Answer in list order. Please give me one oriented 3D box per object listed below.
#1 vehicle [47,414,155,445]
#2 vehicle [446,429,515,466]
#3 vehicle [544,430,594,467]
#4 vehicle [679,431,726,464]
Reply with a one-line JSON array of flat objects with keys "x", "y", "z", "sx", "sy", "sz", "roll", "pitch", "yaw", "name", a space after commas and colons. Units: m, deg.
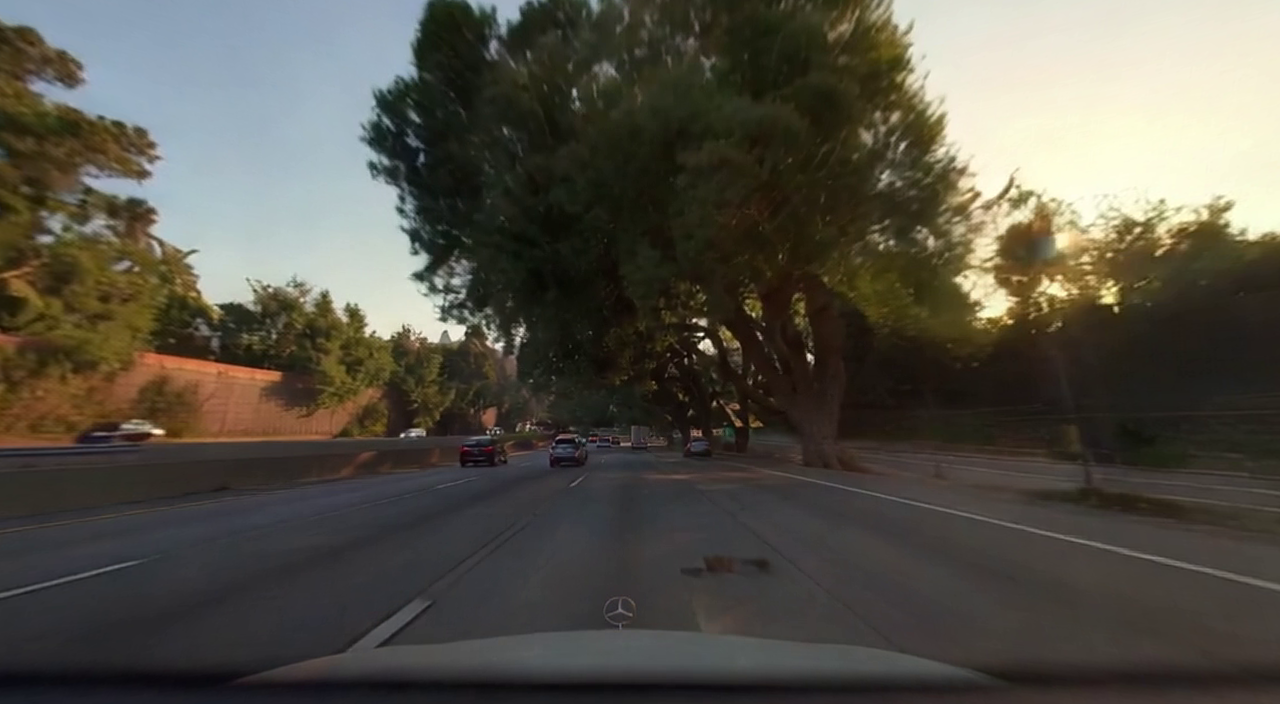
[{"x": -27.410, "y": 4.016, "z": 32.183, "sx": 1.839, "sy": 1.478, "sz": 4.058, "roll": 0, "pitch": -9, "yaw": 1, "name": "vehicle"}, {"x": -7.965, "y": 4.831, "z": 31.901, "sx": 2.237, "sy": 1.703, "sz": 4.681, "roll": 0, "pitch": -9, "yaw": 0, "name": "vehicle"}, {"x": -3.479, "y": 4.831, "z": 31.559, "sx": 2.002, "sy": 1.680, "sz": 4.301, "roll": 0, "pitch": -9, "yaw": 0, "name": "vehicle"}, {"x": 3.338, "y": 5.226, "z": 34.511, "sx": 2.053, "sy": 1.698, "sz": 4.097, "roll": 0, "pitch": -9, "yaw": -1, "name": "vehicle"}]
